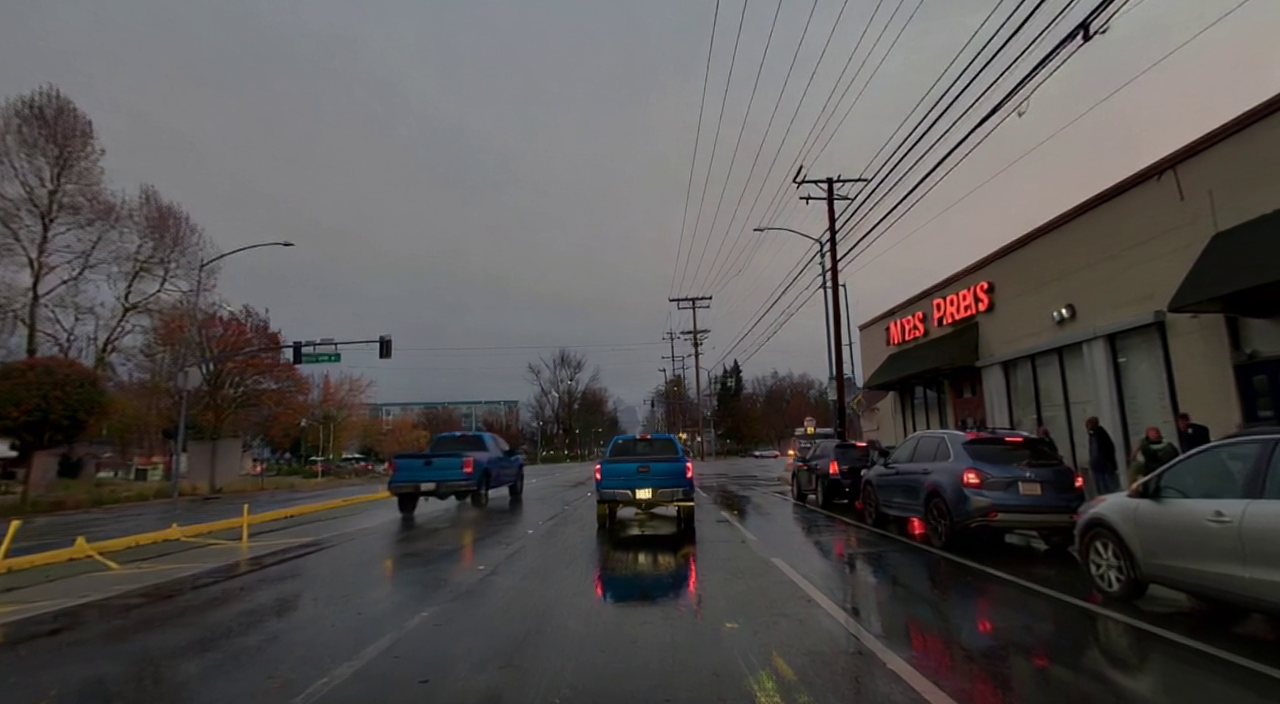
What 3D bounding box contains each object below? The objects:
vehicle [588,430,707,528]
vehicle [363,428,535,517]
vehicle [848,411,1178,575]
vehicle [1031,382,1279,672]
[{"bbox_3d":[0.184,2.590,13.481,2.089,1.699,4.650,0,-9,1],"label":"vehicle"},{"bbox_3d":[-4.308,2.820,15.322,2.140,1.768,5.092,-1,-9,6],"label":"vehicle"},{"bbox_3d":[4.929,1.923,9.450,2.007,1.786,4.870,0,-9,1],"label":"vehicle"},{"bbox_3d":[4.918,1.084,3.917,2.014,1.755,4.520,0,-9,0],"label":"vehicle"}]
